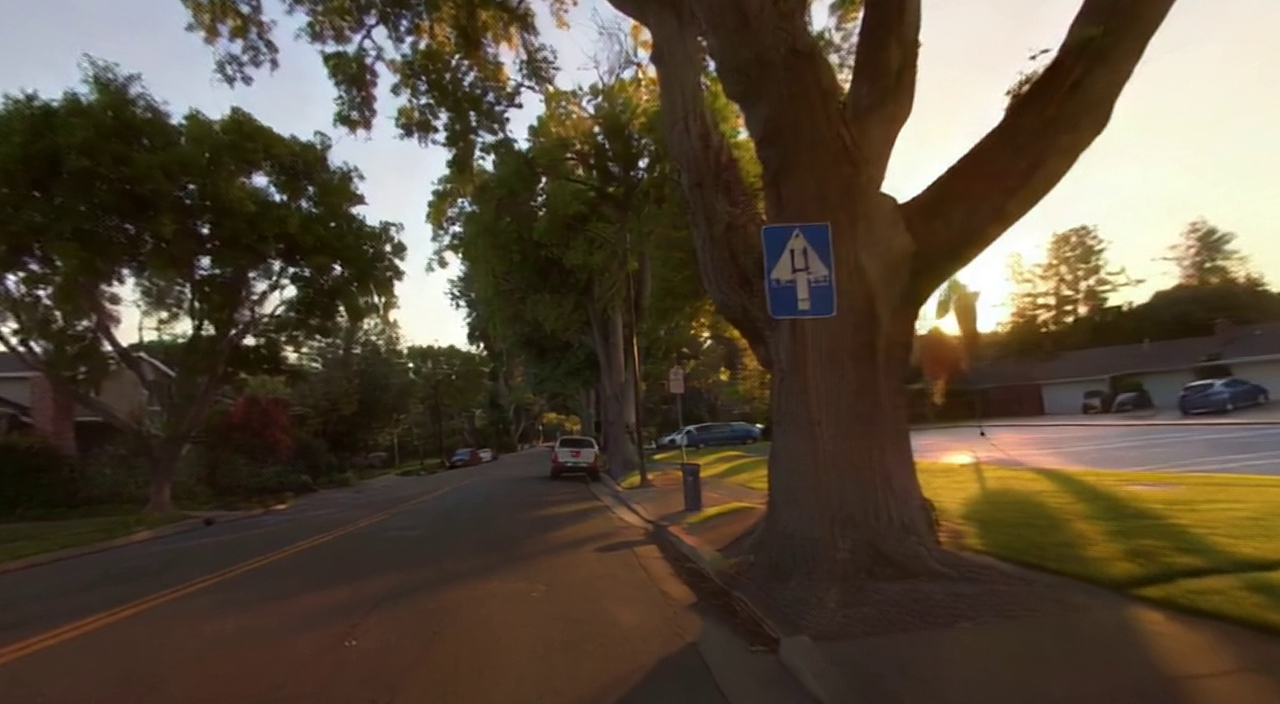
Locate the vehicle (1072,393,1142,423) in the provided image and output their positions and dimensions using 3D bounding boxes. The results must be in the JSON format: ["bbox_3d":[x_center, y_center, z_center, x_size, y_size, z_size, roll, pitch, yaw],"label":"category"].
[{"bbox_3d":[28.111,3.411,37.988,4.245,1.601,1.912,5,-10,-33],"label":"vehicle"}]

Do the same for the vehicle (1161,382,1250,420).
[{"bbox_3d":[28.506,2.515,31.804,4.481,1.634,1.973,5,-10,-31],"label":"vehicle"}]

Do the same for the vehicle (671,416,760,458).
[{"bbox_3d":[3.977,4.402,32.882,4.390,1.696,1.954,-1,-6,-38],"label":"vehicle"}]

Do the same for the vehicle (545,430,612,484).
[{"bbox_3d":[-2.276,3.833,23.251,2.204,1.776,4.262,1,-9,-6],"label":"vehicle"}]
